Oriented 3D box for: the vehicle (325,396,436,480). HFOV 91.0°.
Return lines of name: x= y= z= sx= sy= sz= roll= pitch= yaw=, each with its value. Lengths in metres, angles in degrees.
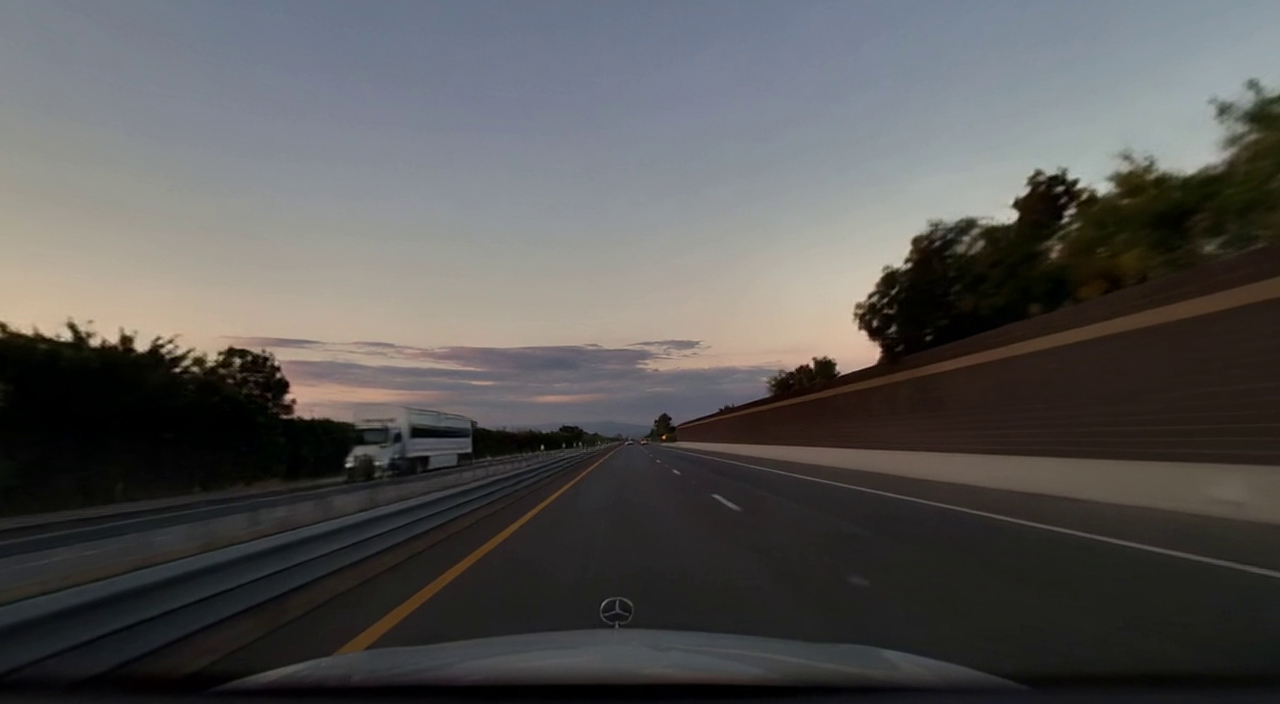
vehicle: x=-13.692 y=4.623 z=33.945 sx=3.370 sy=4.028 sz=6.280 roll=0 pitch=-8 yaw=-2
